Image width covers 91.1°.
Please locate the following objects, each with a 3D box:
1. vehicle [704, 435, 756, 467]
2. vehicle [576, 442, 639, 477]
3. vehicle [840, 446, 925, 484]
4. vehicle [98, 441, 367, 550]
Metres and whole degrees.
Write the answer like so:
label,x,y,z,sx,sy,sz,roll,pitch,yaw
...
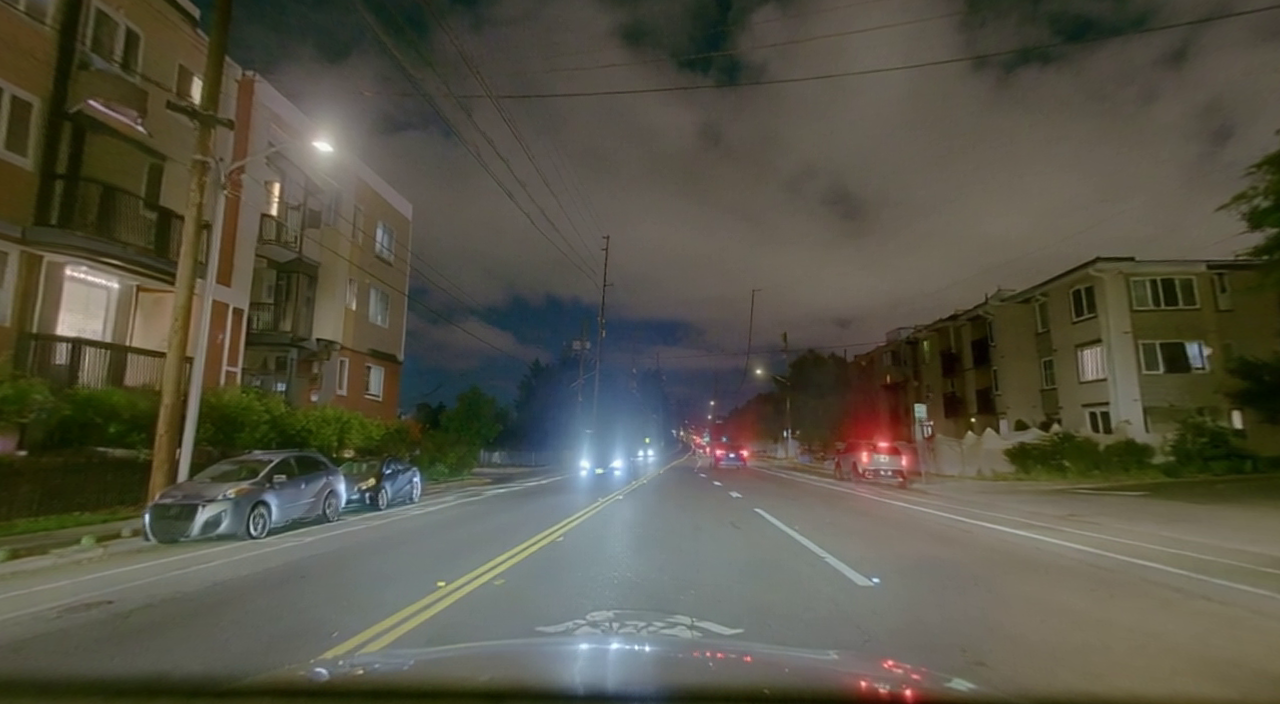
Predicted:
label,x,y,z,sx,sy,sz,roll,pitch,yaw
vehicle,5.052,5.655,35.977,2.306,1.719,4.805,0,-8,0
vehicle,-1.384,4.904,28.898,2.155,1.436,4.501,-1,-8,7
vehicle,10.325,4.800,27.123,1.935,1.478,4.711,-1,-8,2
vehicle,-8.001,2.810,13.120,2.381,1.825,4.652,-1,-8,2
